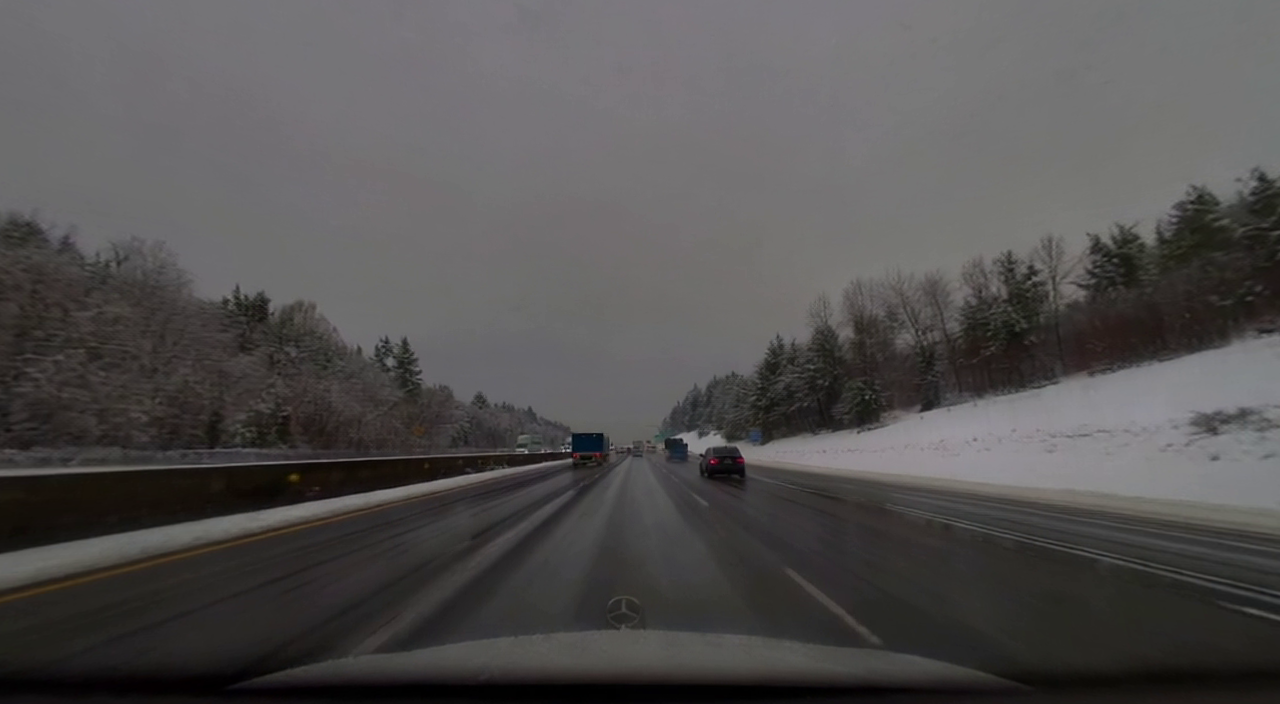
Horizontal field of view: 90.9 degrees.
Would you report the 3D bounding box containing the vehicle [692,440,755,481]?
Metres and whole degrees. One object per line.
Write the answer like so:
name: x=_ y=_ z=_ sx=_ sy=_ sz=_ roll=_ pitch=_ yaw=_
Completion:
vehicle: x=3.357 y=4.503 z=26.253 sx=1.983 sy=1.545 sz=4.038 roll=0 pitch=-9 yaw=-1
